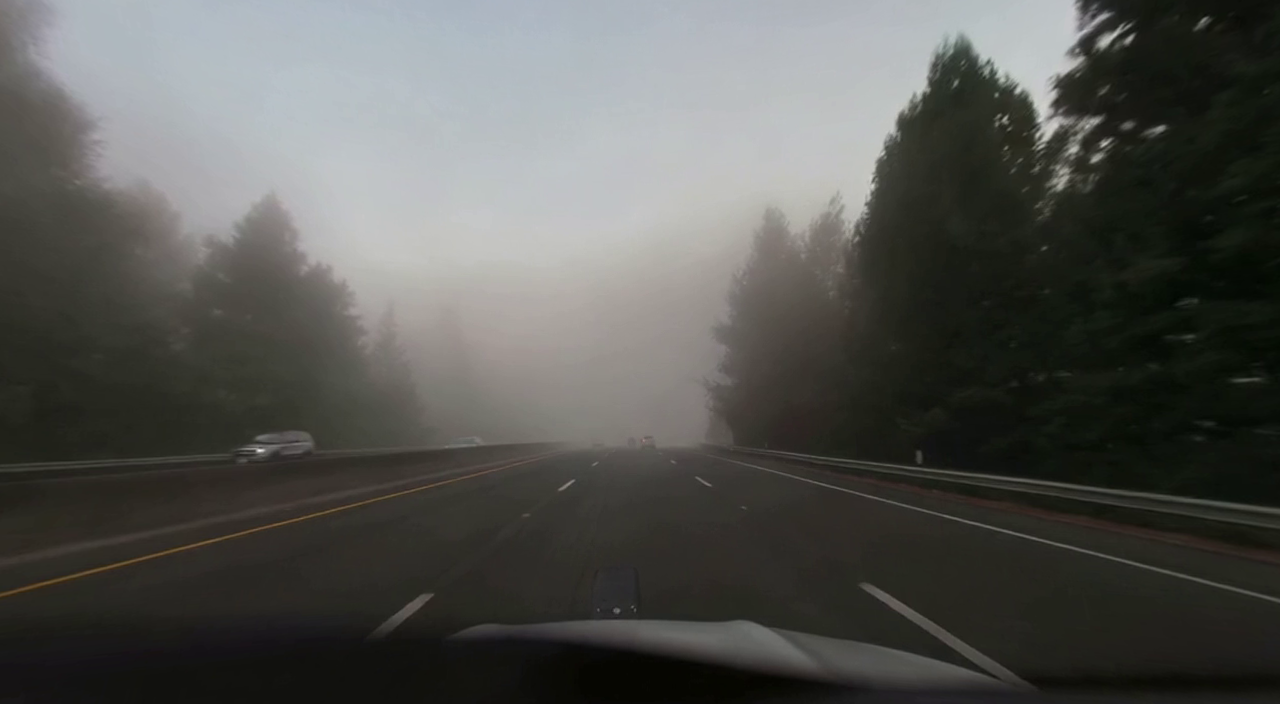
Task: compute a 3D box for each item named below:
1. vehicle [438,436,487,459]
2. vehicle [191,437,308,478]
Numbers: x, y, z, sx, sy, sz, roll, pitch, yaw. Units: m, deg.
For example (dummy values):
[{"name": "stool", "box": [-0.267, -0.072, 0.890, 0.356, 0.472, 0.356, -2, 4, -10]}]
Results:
[{"name": "vehicle", "box": [-12.271, 6.626, 43.852, 2.037, 1.534, 4.739, 0, -8, -1]}, {"name": "vehicle", "box": [-15.900, 4.279, 25.997, 1.926, 1.518, 4.474, 0, -8, 0]}]
